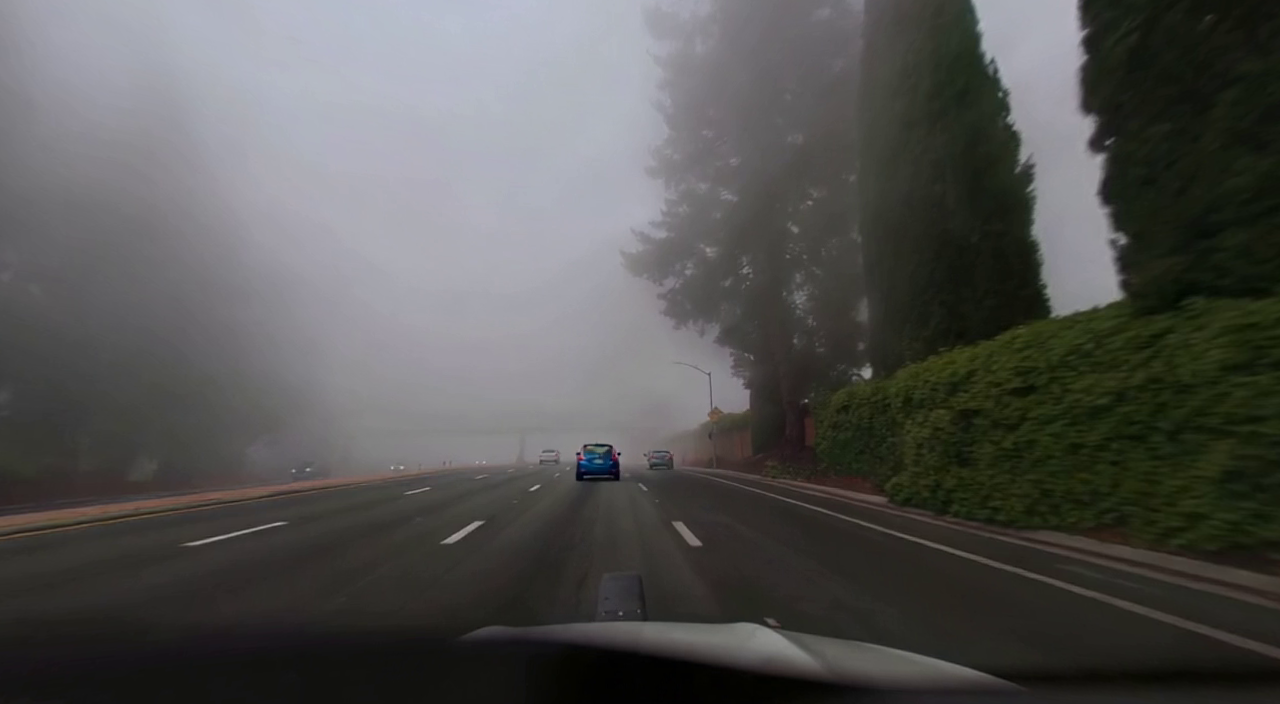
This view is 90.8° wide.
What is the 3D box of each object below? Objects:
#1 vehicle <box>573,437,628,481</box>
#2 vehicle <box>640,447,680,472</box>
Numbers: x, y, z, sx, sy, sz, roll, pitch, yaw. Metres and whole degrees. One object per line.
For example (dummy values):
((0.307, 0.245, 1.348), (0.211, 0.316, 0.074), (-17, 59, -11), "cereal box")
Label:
((-1.693, 4.647, 27.770), (2.223, 1.771, 4.581), (0, -9, -2), "vehicle")
((1.254, 7.012, 41.441), (2.205, 1.509, 4.272), (0, -9, -3), "vehicle")
